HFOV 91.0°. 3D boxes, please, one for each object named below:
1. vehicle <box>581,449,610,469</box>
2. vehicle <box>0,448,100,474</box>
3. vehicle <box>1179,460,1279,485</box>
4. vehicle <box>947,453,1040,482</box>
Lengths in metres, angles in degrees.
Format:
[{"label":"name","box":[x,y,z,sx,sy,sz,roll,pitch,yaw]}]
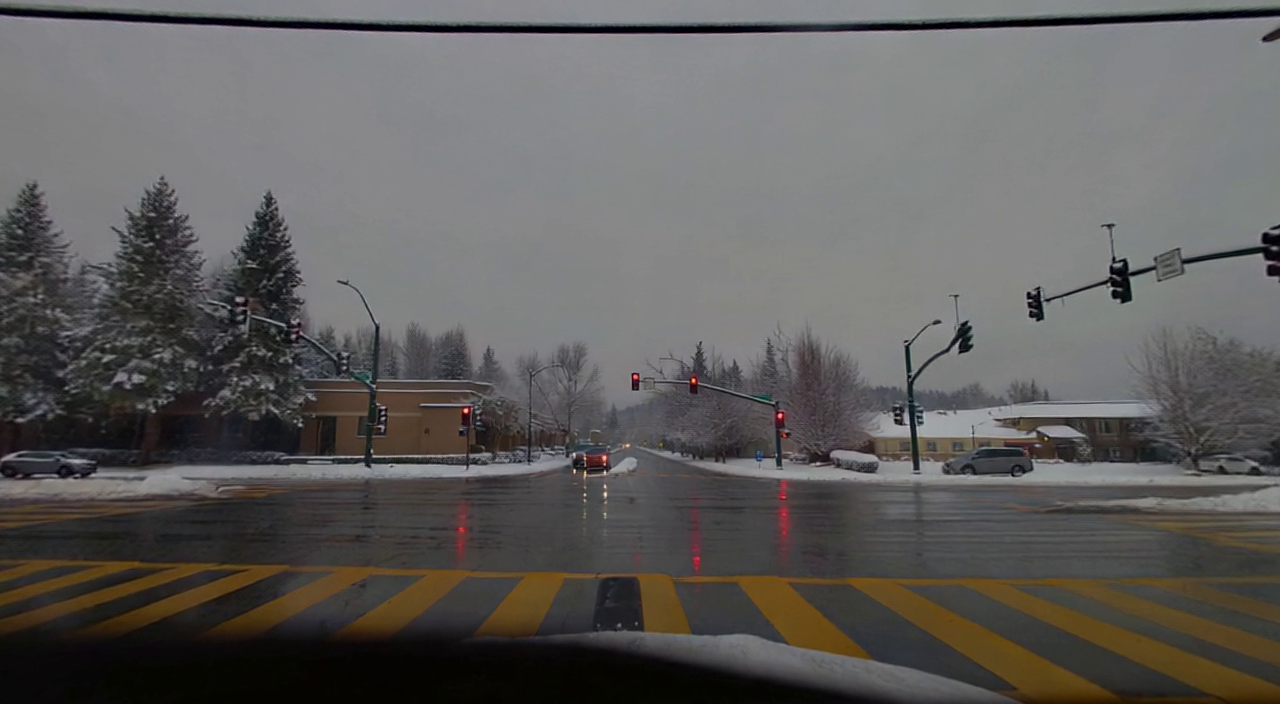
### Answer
[{"label":"vehicle","box":[-3.468,8.393,49.384,1.908,1.441,4.142,0,-8,1]},{"label":"vehicle","box":[-35.151,6.428,37.176,4.741,1.447,1.807,0,-9,0]},{"label":"vehicle","box":[36.204,7.318,38.298,4.976,1.428,1.929,0,-8,-2]},{"label":"vehicle","box":[21.078,6.871,37.591,4.447,1.623,1.801,0,-9,-3]}]
